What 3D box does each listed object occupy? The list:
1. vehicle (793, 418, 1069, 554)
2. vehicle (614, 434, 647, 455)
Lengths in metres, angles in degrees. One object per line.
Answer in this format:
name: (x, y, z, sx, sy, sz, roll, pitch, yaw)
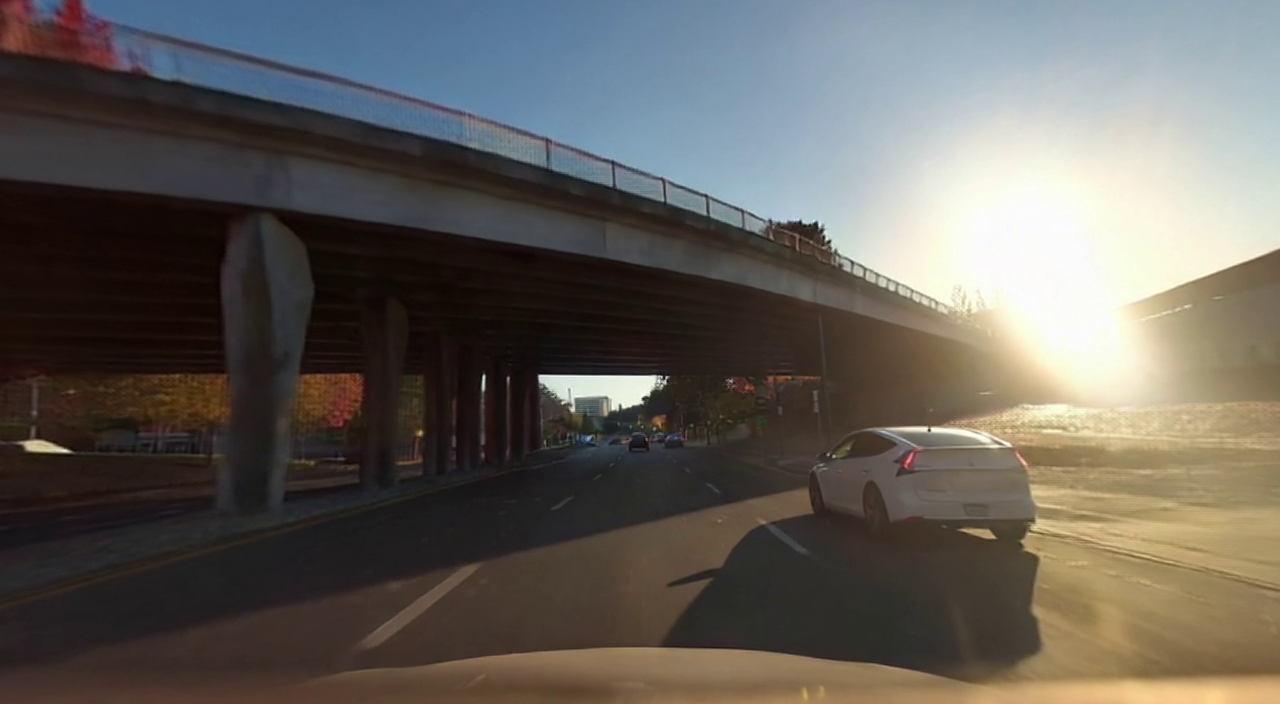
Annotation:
vehicle: (3.917, 1.887, 9.560, 2.063, 1.542, 4.420, 0, -9, 0)
vehicle: (-0.738, 6.875, 46.711, 2.055, 1.484, 4.143, 1, -9, -6)
